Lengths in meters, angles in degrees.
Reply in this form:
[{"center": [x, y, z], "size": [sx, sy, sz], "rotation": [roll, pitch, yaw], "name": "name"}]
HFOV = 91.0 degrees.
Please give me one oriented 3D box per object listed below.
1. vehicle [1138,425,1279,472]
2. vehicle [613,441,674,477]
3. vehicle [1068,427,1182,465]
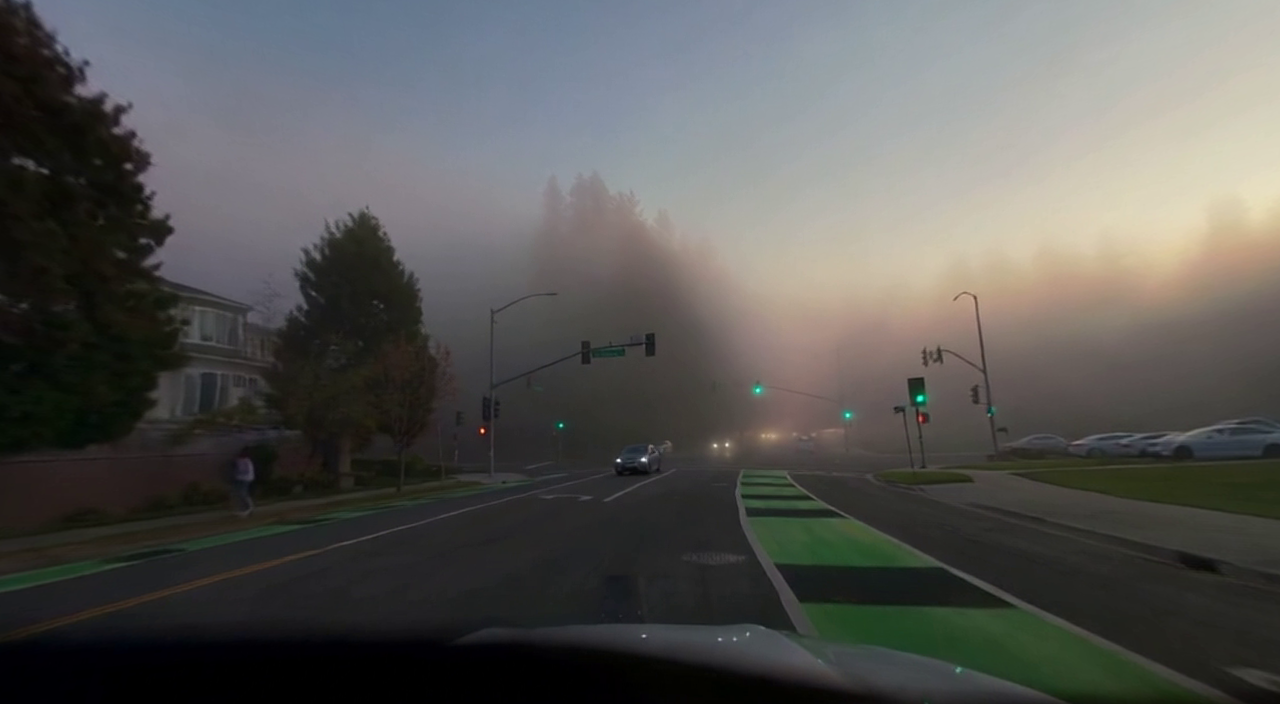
[{"center": [21.558, 3.482, 23.031], "size": [1.972, 1.477, 5.340], "rotation": [-2, -8, -5], "name": "vehicle"}, {"center": [0.268, 4.885, 28.962], "size": [1.904, 1.489, 4.746], "rotation": [-2, -9, 12], "name": "vehicle"}, {"center": [21.712, 4.234, 28.496], "size": [1.937, 1.474, 5.114], "rotation": [-4, -9, 12], "name": "vehicle"}]
